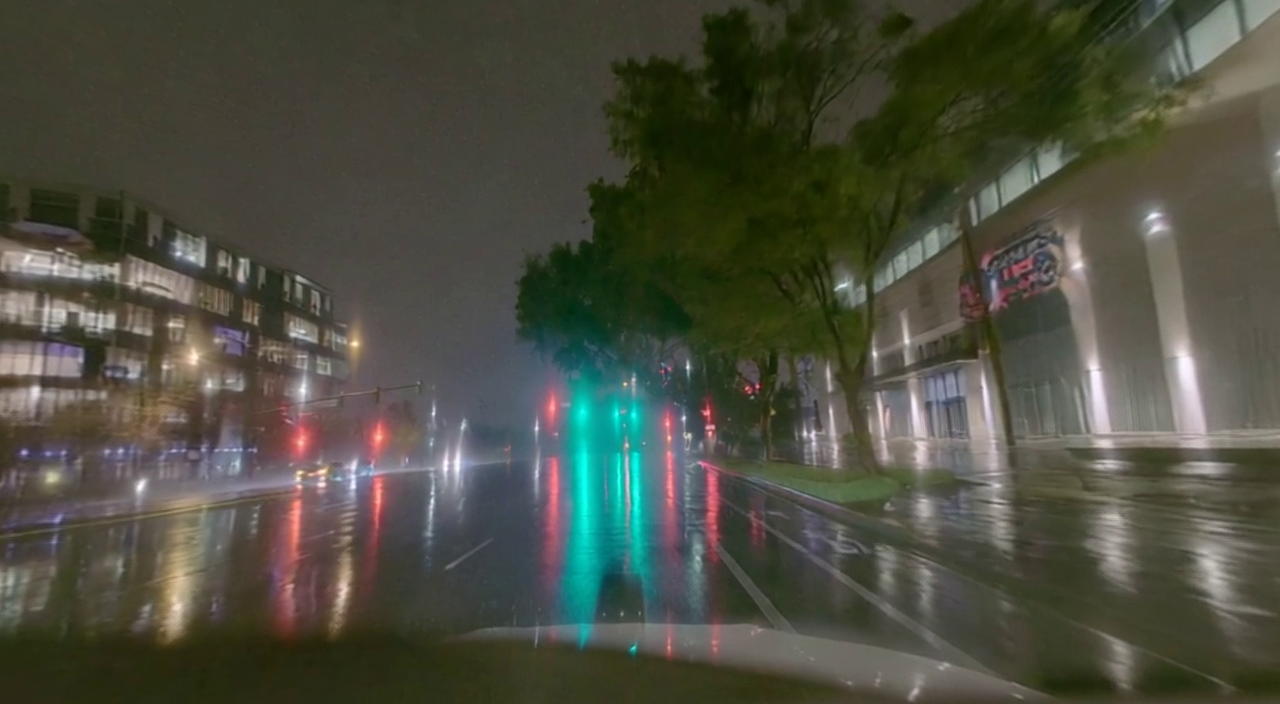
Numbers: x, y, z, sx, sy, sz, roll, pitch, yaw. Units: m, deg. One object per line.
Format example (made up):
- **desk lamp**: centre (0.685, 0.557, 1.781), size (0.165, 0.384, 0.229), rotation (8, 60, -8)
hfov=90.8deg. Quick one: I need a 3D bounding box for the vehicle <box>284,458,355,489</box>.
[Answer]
- **vehicle**: centre (-19.926, 7.548, 39.456), size (2.223, 1.728, 4.250), rotation (0, -9, -1)
